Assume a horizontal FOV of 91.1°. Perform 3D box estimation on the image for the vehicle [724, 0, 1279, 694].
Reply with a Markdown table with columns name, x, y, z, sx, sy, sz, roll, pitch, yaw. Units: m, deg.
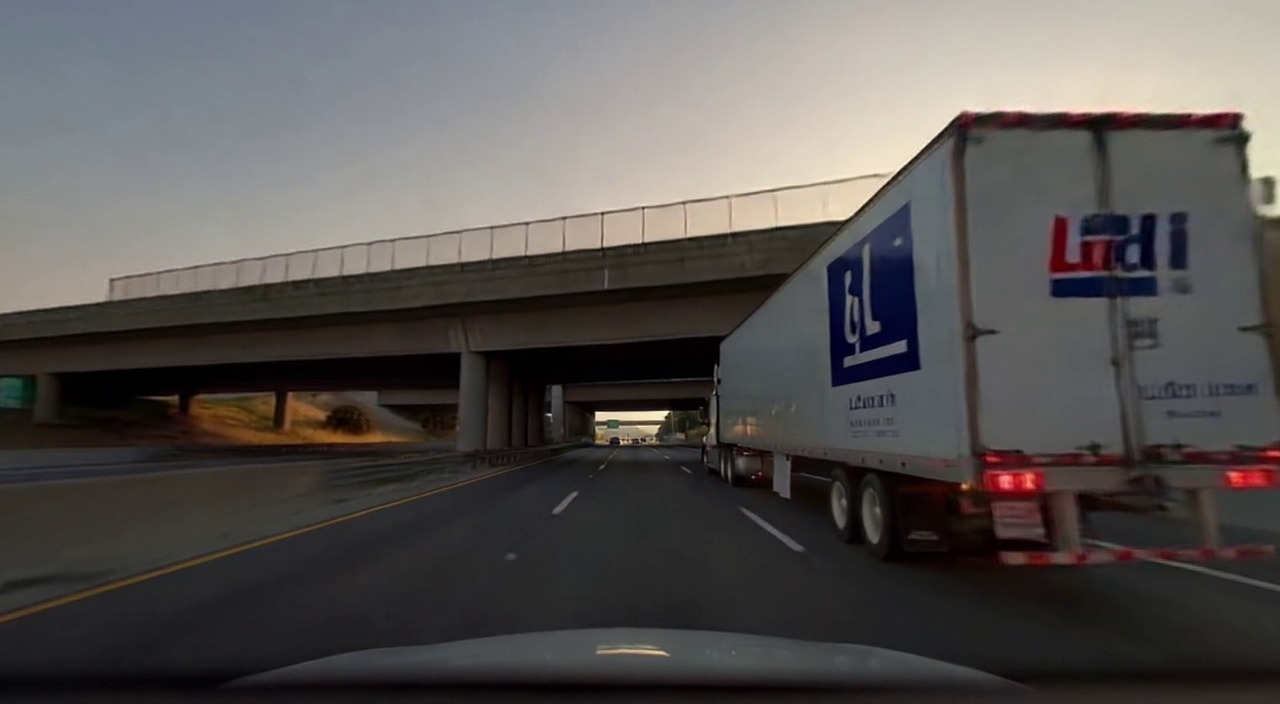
| name | x | y | z | sx | sy | sz | roll | pitch | yaw |
| --- | --- | --- | --- | --- | --- | --- | --- | --- | --- |
| vehicle | 4.098 | 0.577 | 10.665 | 3.034 | 4.194 | 14.704 | 0 | -8 | -1 |
